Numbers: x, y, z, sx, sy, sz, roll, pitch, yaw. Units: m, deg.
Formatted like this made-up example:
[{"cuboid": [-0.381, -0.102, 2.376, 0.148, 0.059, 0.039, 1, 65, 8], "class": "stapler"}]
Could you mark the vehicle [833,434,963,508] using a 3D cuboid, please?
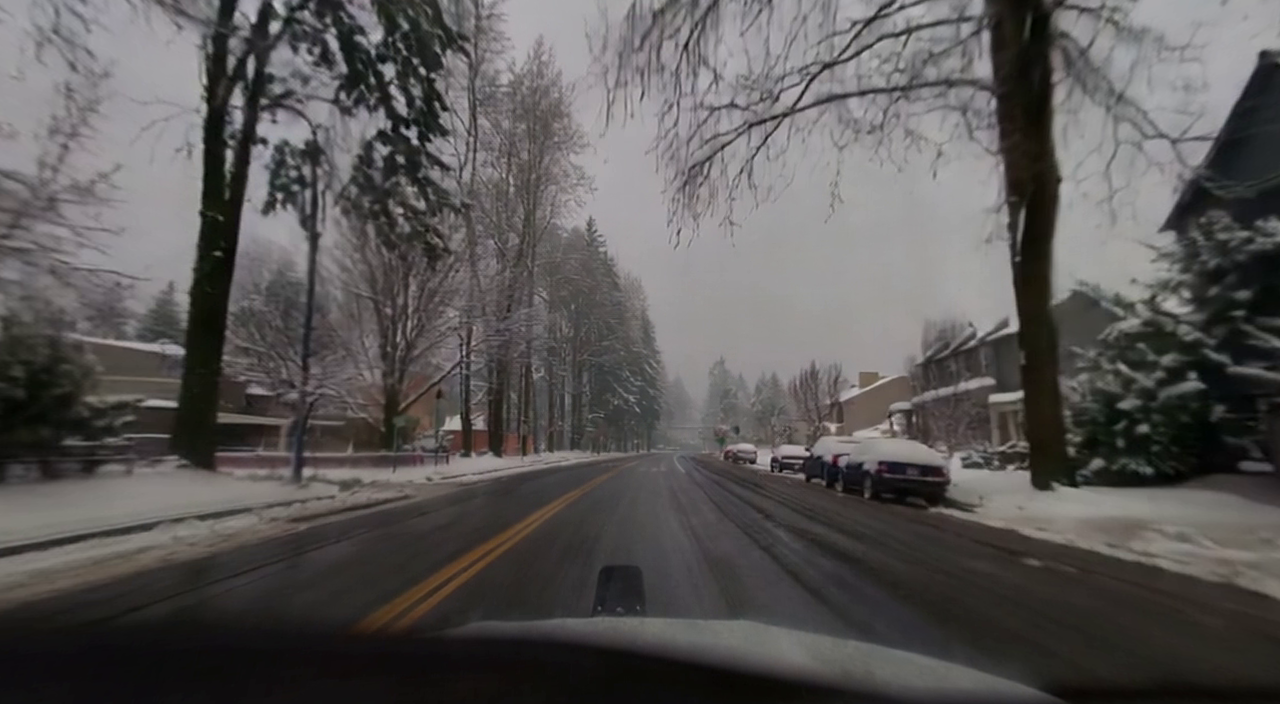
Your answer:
[{"cuboid": [6.451, 2.991, 16.280, 1.798, 1.669, 3.626, 0, -9, 0], "class": "vehicle"}]

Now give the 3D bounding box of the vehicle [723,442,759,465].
[{"cuboid": [7.368, 7.448, 46.556, 1.893, 1.543, 4.434, 0, -9, 0], "class": "vehicle"}]

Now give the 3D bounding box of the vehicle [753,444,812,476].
[{"cuboid": [6.926, 5.287, 31.234, 1.913, 1.479, 4.209, 0, -9, 0], "class": "vehicle"}]
